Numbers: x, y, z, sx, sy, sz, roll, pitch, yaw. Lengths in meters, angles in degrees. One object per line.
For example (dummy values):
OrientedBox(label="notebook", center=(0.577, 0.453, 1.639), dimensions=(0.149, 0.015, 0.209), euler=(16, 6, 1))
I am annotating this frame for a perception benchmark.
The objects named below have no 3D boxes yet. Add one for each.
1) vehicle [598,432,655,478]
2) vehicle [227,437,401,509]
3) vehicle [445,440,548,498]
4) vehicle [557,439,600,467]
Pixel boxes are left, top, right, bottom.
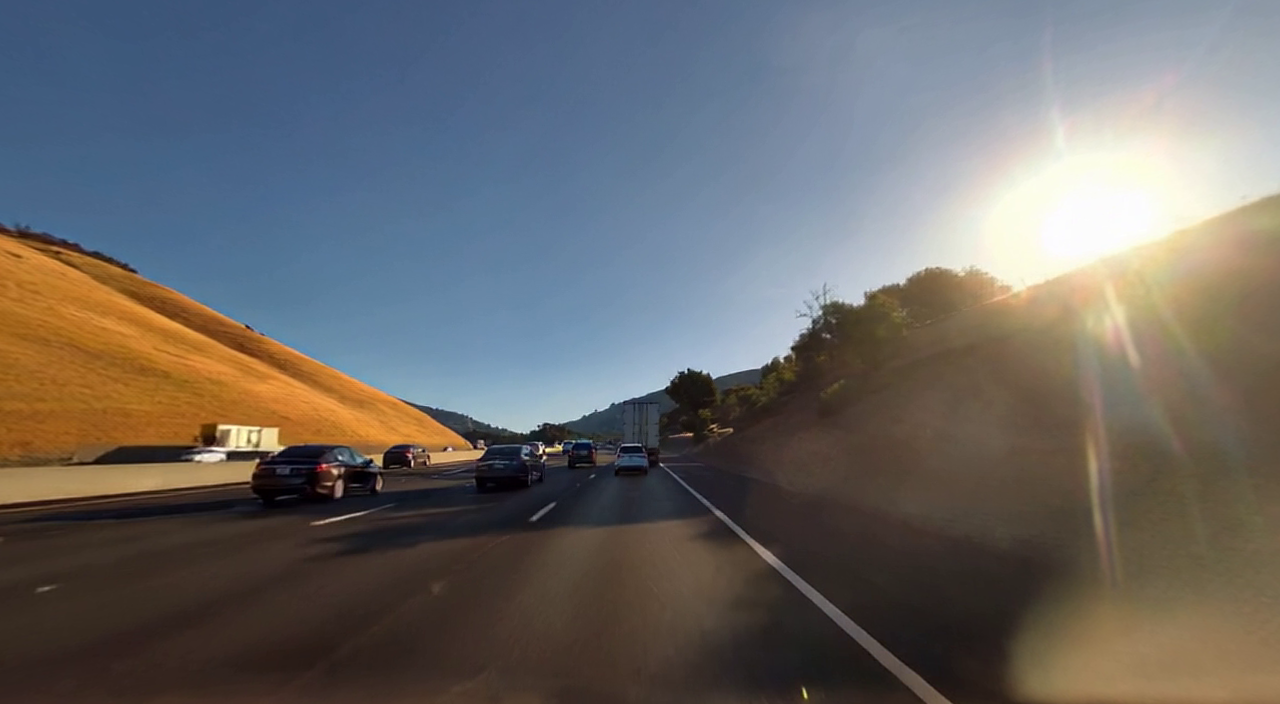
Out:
OrientedBox(label="vehicle", center=(-0.535, 4.403, 27.133), dimensions=(2.281, 1.795, 4.297), euler=(1, -9, 0))
OrientedBox(label="vehicle", center=(-7.824, 2.919, 15.675), dimensions=(2.029, 1.507, 4.204), euler=(0, -9, 1))
OrientedBox(label="vehicle", center=(-4.077, 3.401, 18.741), dimensions=(1.943, 1.468, 4.547), euler=(0, -9, 0))
OrientedBox(label="vehicle", center=(-3.789, 6.303, 39.448), dimensions=(2.155, 1.661, 4.477), euler=(0, -9, 1))
